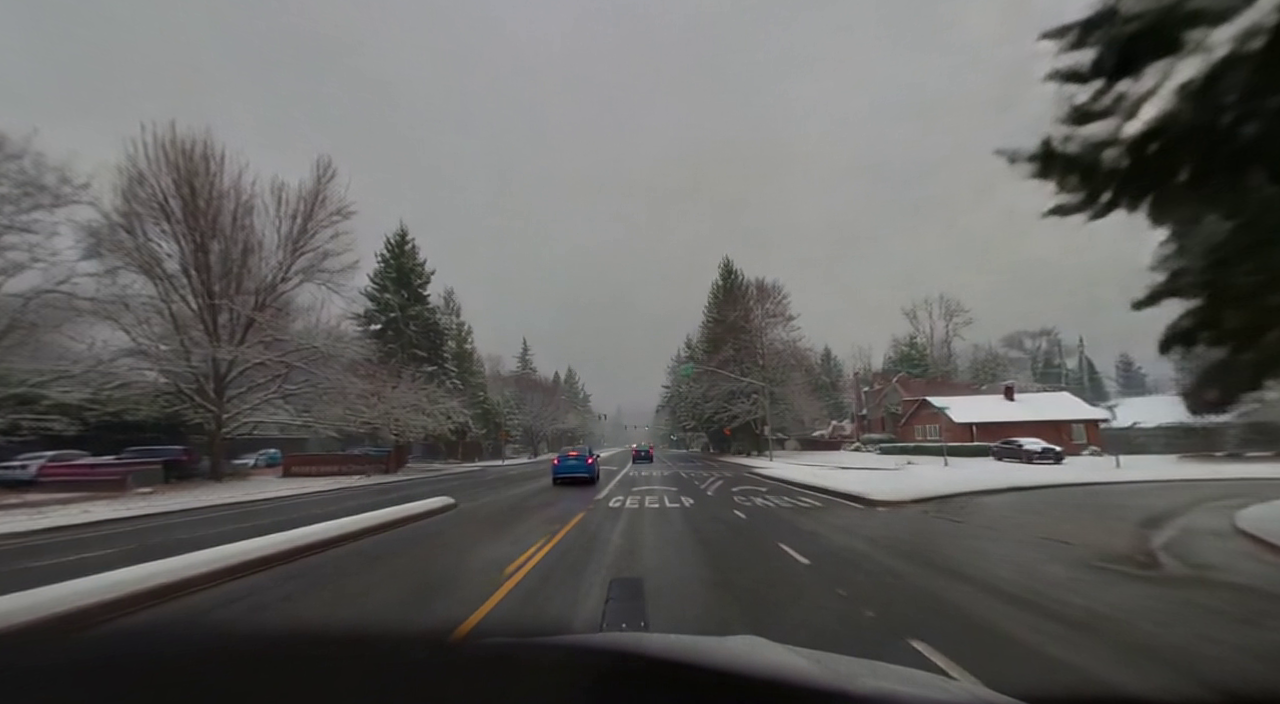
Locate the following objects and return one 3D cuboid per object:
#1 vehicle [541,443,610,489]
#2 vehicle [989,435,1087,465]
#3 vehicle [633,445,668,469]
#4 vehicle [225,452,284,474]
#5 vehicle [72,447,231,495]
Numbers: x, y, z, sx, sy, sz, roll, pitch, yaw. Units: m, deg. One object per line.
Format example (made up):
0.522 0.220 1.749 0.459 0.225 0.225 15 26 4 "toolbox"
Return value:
-2.231 4.111 23.187 2.158 1.469 4.909 0 -9 -2 "vehicle"
22.828 5.626 36.245 4.318 1.601 1.975 0 -9 -3 "vehicle"
0.659 6.877 41.511 2.226 1.505 4.128 0 -9 0 "vehicle"
-28.463 8.177 46.703 1.961 1.470 3.811 1 -8 0 "vehicle"
-22.463 5.466 29.428 2.173 1.849 5.752 -5 -9 11 "vehicle"
